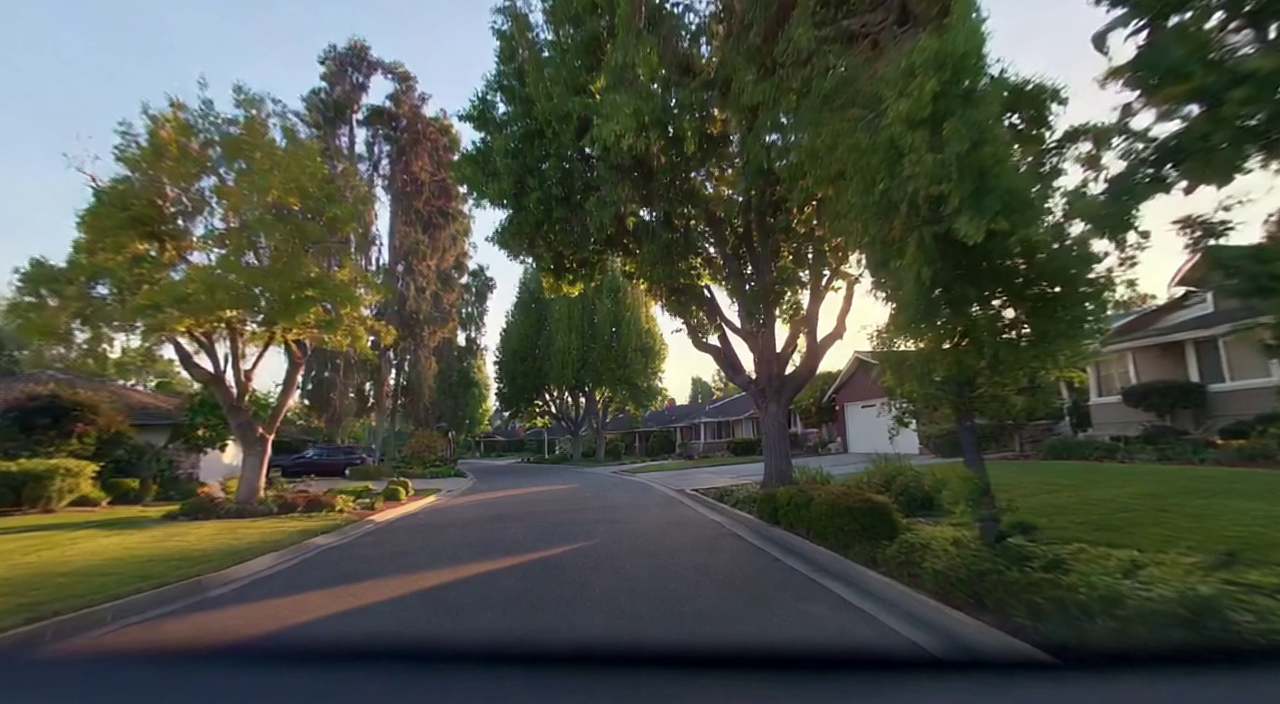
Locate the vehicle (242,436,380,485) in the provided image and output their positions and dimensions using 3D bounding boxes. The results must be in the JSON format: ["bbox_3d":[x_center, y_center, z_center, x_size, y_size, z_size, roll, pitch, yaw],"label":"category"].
[{"bbox_3d":[-13.769,4.548,26.671,4.961,1.757,1.971,2,-9,-25],"label":"vehicle"}]
